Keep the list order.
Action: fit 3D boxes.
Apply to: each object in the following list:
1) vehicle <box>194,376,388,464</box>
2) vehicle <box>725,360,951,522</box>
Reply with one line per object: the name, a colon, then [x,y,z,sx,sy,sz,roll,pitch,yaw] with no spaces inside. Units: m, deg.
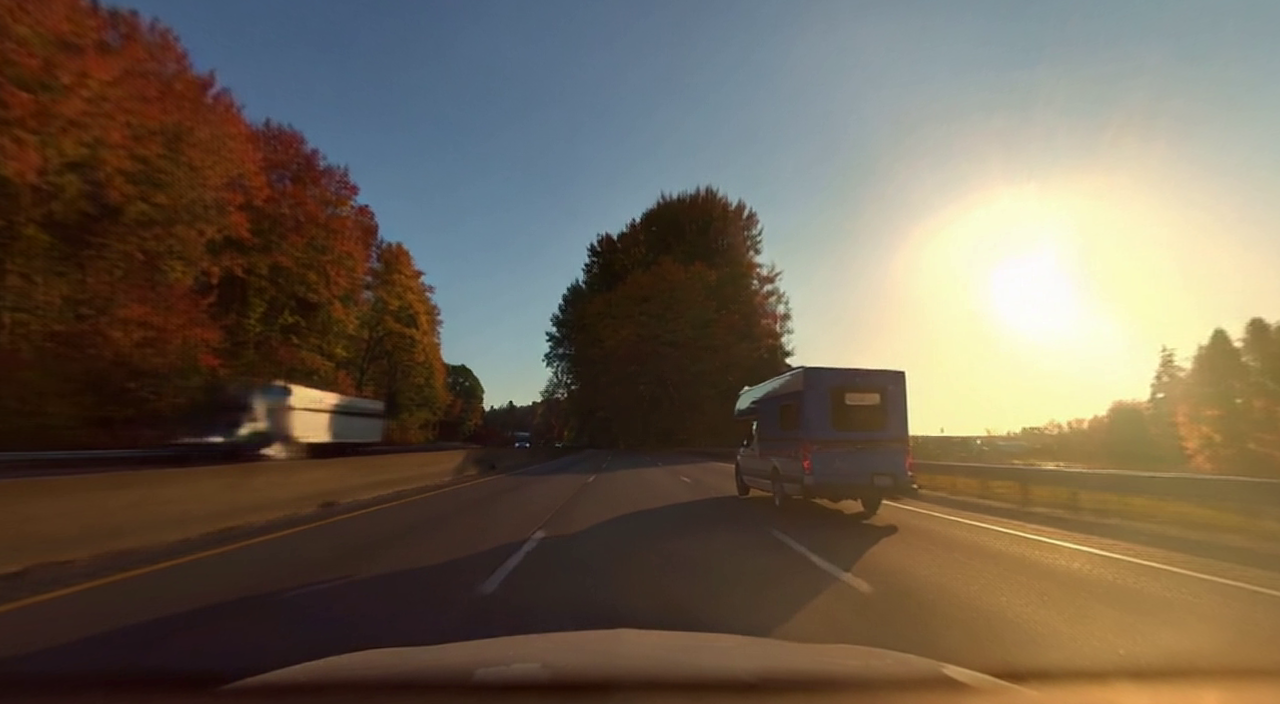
vehicle: [-18.833,4.052,35.939,3.191,4.003,14.214,0,-8,-1]
vehicle: [4.020,2.049,14.820,2.815,2.876,7.101,0,-8,-1]
